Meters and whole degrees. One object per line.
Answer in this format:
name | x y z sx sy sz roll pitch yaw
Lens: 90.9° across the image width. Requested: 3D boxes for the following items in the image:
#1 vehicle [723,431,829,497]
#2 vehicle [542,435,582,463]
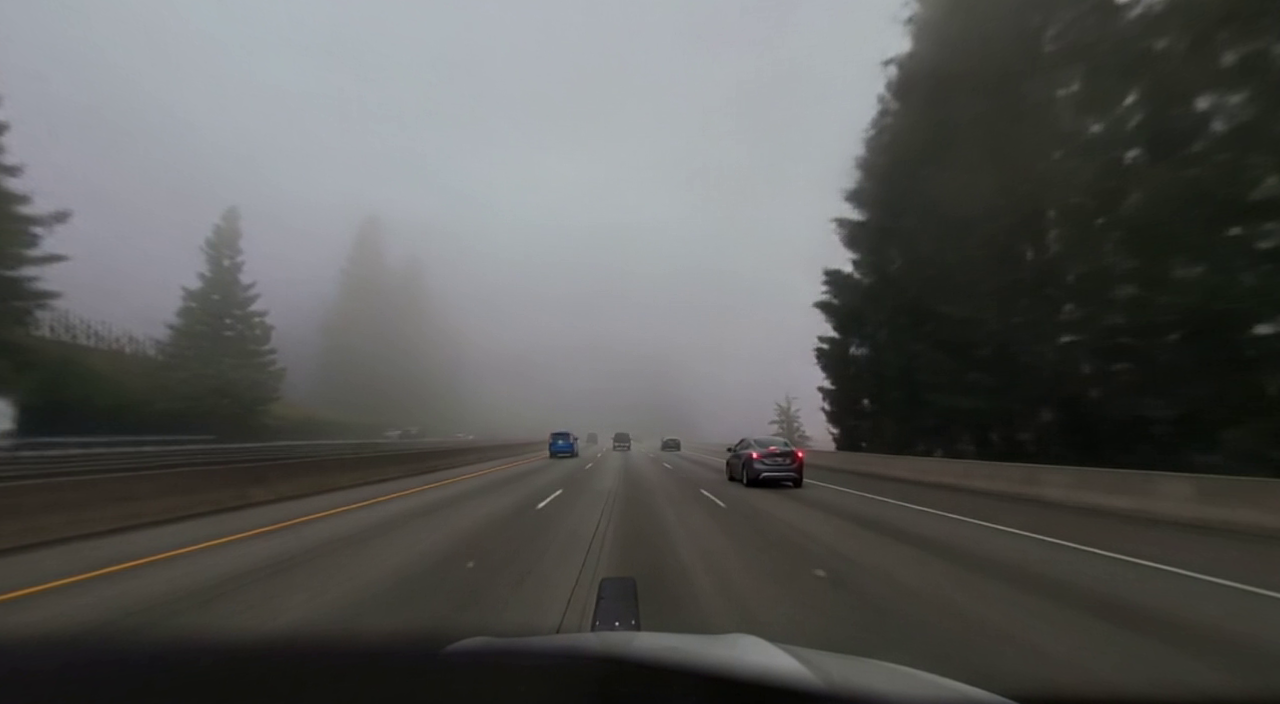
vehicle | 3.495 2.929 16.952 1.883 1.536 3.792 0 -8 -2
vehicle | -4.574 5.711 37.417 1.941 1.529 4.111 0 -8 -1
